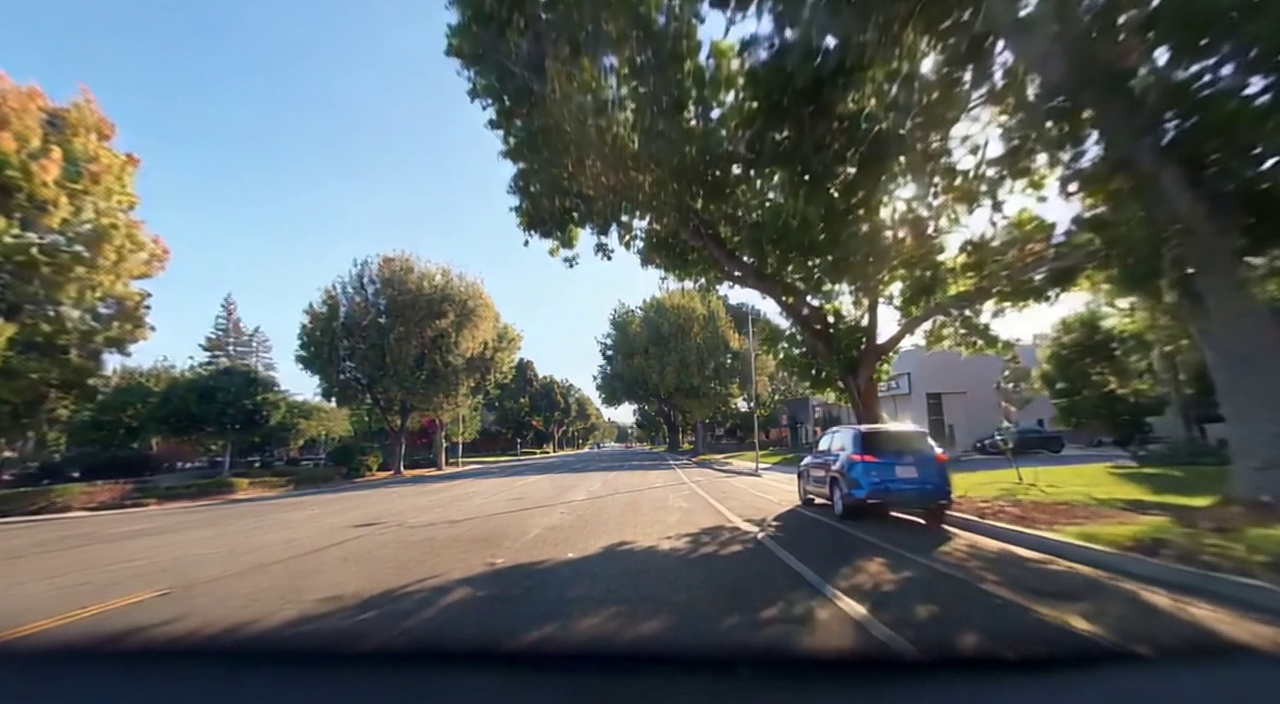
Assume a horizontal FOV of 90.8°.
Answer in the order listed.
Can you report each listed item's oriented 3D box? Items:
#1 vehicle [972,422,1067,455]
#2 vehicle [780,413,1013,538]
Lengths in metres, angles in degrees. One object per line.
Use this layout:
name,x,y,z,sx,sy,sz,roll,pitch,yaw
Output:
vehicle,18.564,4.299,31.177,1.826,1.492,4.417,0,-9,-2
vehicle,4.324,2.183,11.707,2.228,1.814,4.576,0,-9,-2
